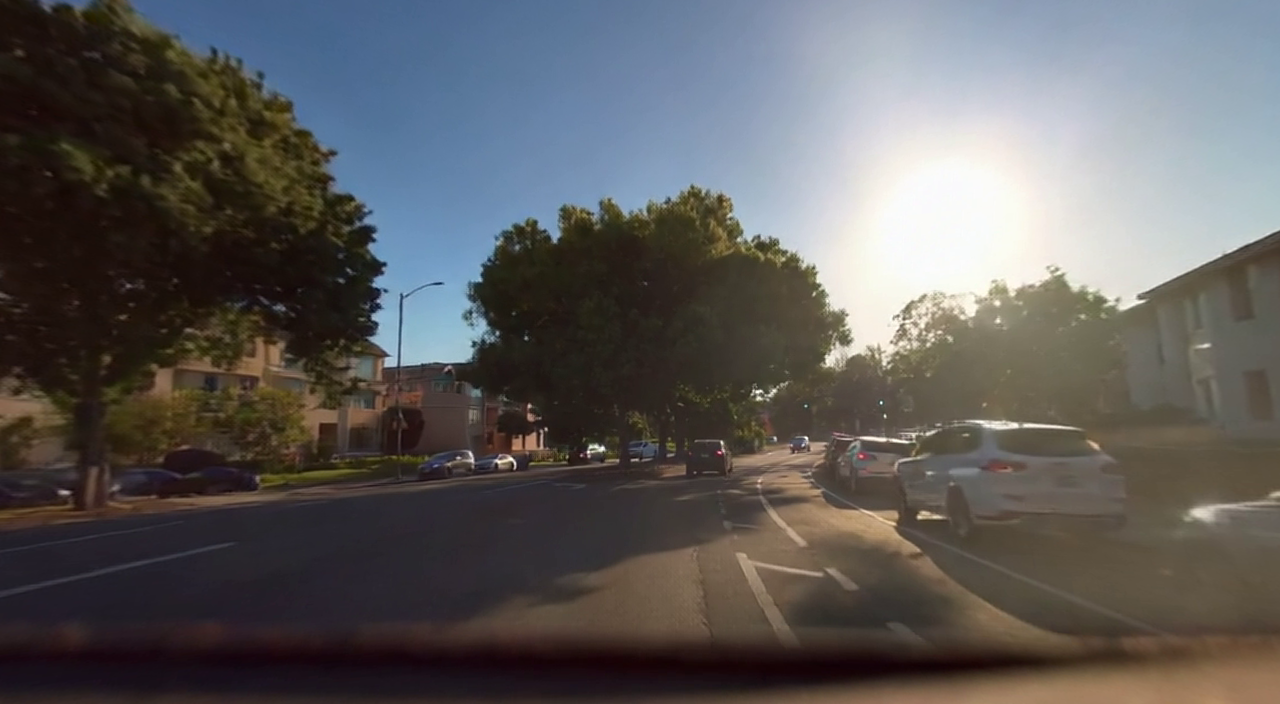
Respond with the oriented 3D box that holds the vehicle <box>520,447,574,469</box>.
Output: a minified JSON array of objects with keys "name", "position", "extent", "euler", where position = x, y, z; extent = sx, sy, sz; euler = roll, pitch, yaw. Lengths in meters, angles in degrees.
[{"name":"vehicle","position":[-6.370,7.294,43.713],"extent":[1.880,1.450,4.627],"euler":[-3,-9,17]}]

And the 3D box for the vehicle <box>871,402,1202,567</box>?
[{"name":"vehicle","position":[5.209,1.791,9.334],"extent":[2.128,1.795,4.622],"euler":[-1,-8,4]}]

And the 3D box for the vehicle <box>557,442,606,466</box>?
[{"name":"vehicle","position":[-4.452,7.813,48.645],"extent":[1.977,1.761,4.990],"euler":[-3,-9,17]}]

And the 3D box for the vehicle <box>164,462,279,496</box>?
[{"name":"vehicle","position":[-19.113,5.781,28.911],"extent":[4.195,1.400,1.726],"euler":[-1,-8,8]}]

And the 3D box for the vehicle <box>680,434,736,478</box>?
[{"name":"vehicle","position":[3.010,4.422,27.173],"extent":[1.852,1.680,4.488],"euler":[-2,-9,13]}]

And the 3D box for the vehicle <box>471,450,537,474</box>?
[{"name":"vehicle","position":[-8.084,6.562,38.048],"extent":[1.893,1.310,4.719],"euler":[-2,-9,15]}]

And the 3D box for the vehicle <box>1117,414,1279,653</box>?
[{"name":"vehicle","position":[5.065,1.063,3.292],"extent":[1.879,1.547,4.378],"euler":[-1,-8,3]}]

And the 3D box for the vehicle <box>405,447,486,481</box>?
[{"name":"vehicle","position":[-9.609,5.528,31.635],"extent":[1.918,1.508,4.353],"euler":[-2,-8,13]}]
